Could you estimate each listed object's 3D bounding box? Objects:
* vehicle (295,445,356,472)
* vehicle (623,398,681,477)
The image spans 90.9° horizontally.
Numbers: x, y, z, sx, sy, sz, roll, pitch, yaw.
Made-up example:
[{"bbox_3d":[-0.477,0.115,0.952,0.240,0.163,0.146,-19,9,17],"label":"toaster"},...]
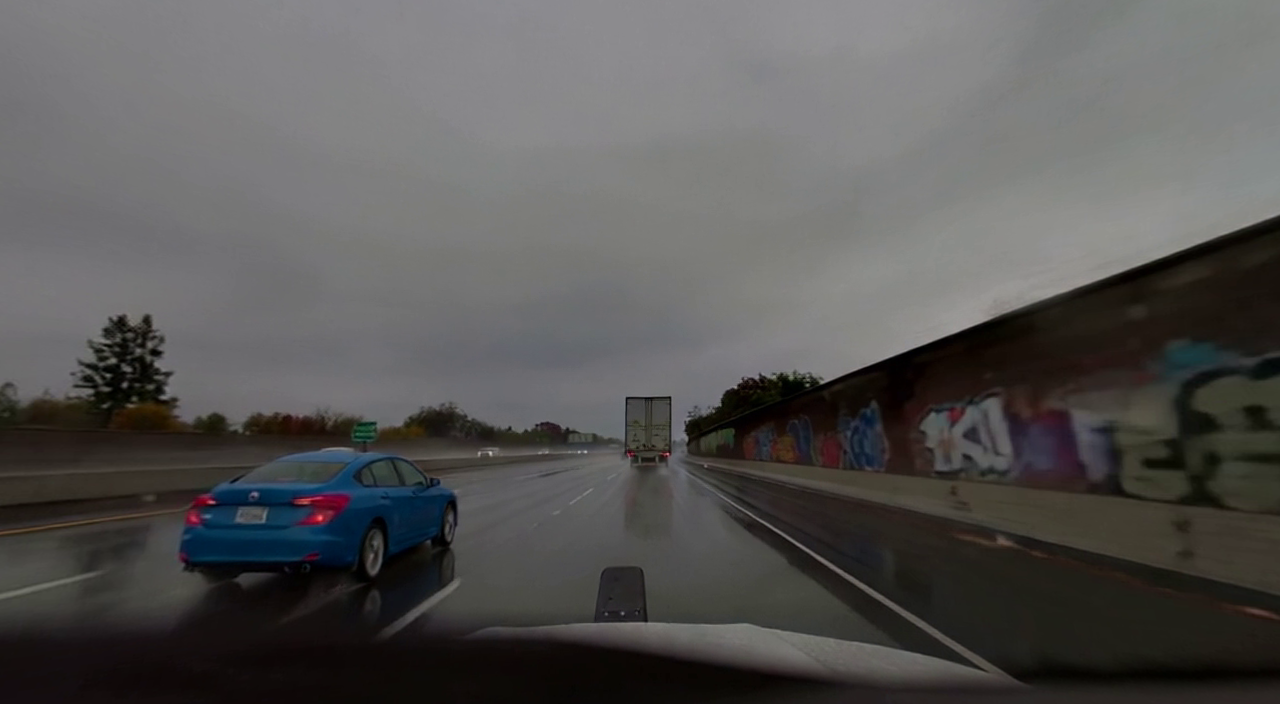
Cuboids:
[{"bbox_3d":[-24.171,8.192,48.646,2.147,2.006,4.767,0,-9,1],"label":"vehicle"},{"bbox_3d":[0.652,5.282,38.280,2.997,4.069,10.871,0,-9,0],"label":"vehicle"}]
